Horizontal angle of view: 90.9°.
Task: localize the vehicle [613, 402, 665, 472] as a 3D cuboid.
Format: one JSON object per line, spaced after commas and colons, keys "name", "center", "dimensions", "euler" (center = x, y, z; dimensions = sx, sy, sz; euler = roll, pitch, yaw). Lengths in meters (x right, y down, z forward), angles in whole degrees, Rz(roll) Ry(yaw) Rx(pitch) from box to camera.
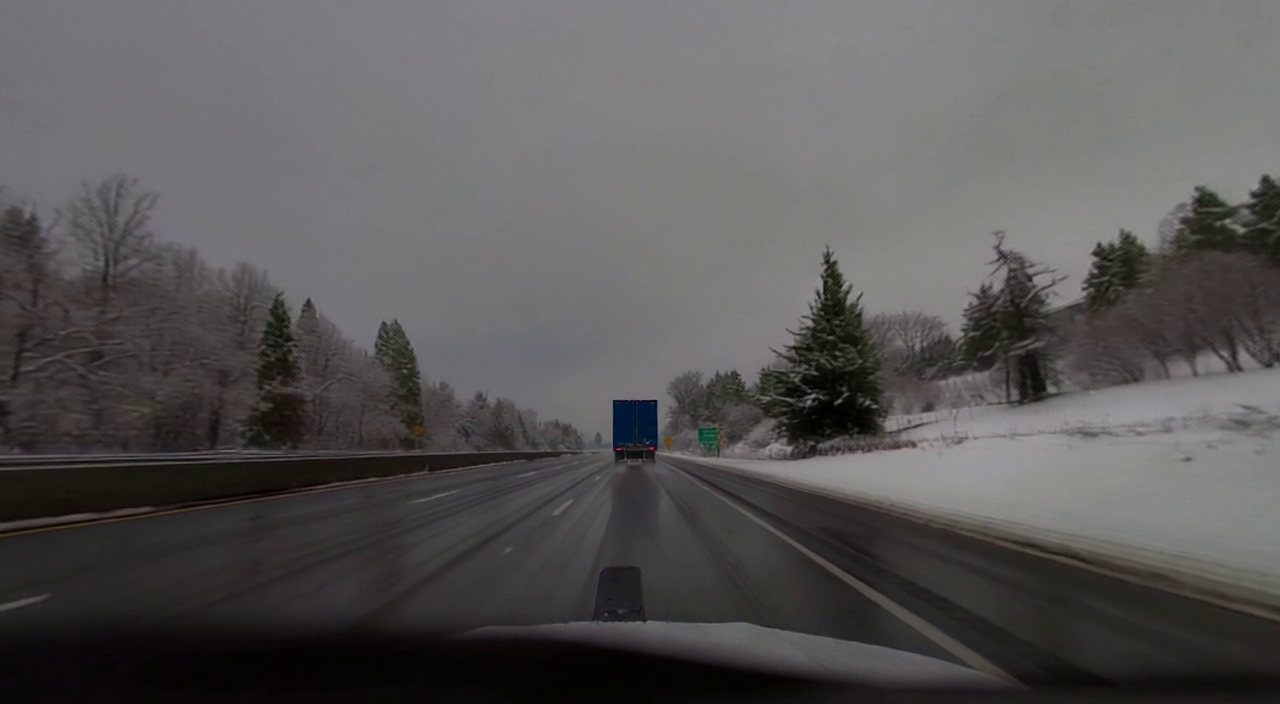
{"name": "vehicle", "center": [-0.107, 5.707, 41.594], "dimensions": [2.982, 3.947, 11.075], "euler": [0, -9, -1]}
